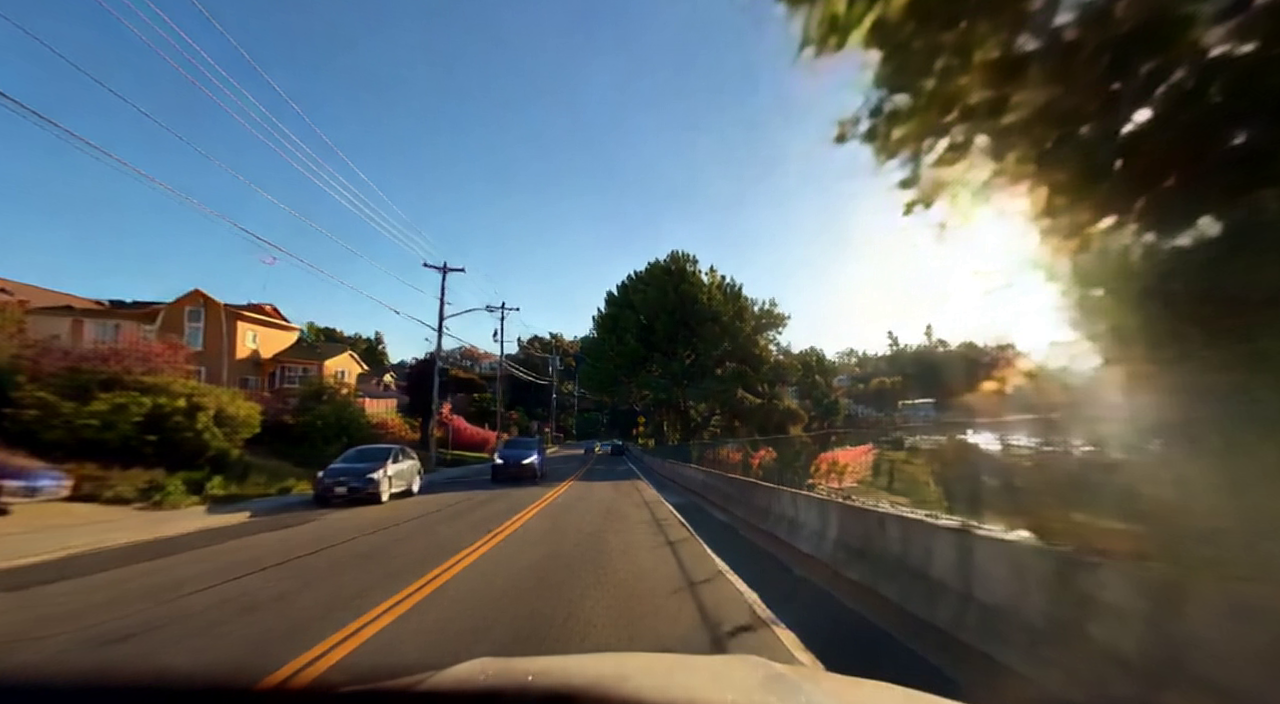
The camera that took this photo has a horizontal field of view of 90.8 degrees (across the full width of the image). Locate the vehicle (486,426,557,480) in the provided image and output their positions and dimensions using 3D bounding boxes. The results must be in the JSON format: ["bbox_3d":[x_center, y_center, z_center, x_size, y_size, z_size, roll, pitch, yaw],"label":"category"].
[{"bbox_3d":[-4.553,3.982,25.095,2.057,1.905,4.670,0,-8,-2],"label":"vehicle"}]

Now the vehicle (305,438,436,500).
[{"bbox_3d":[-7.570,3.312,18.377,1.863,1.522,4.901,0,-8,-3],"label":"vehicle"}]
